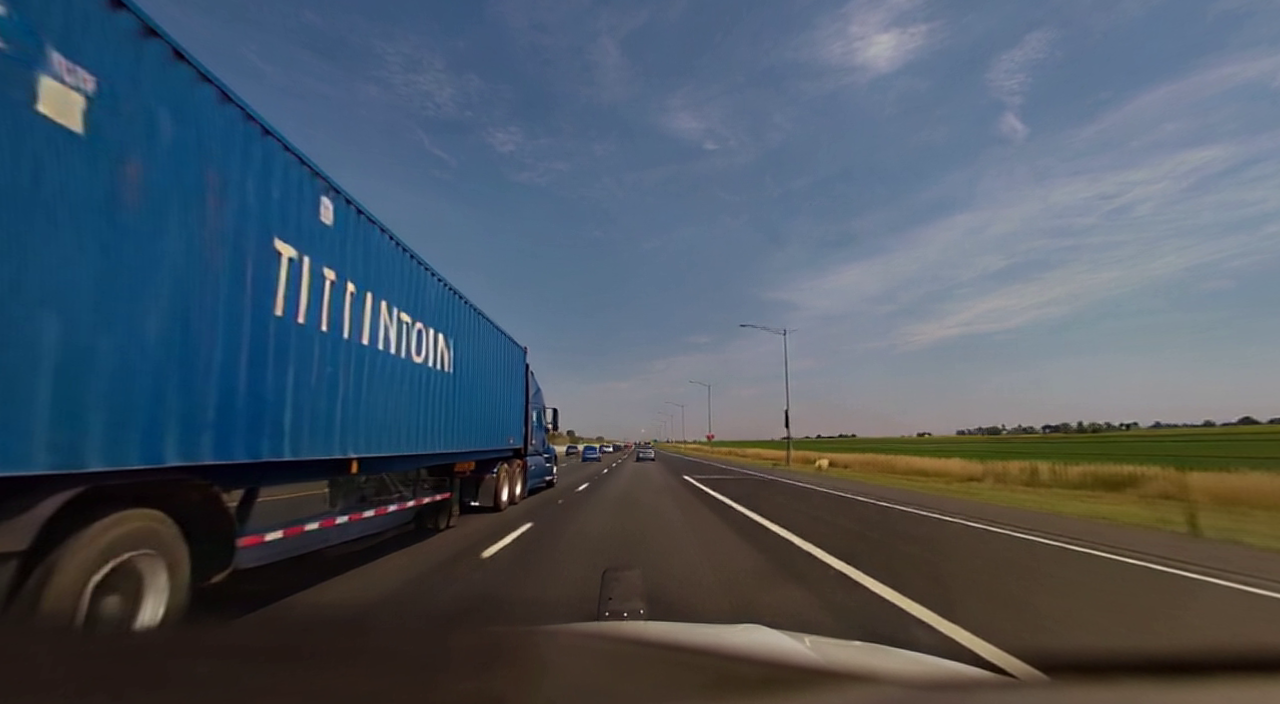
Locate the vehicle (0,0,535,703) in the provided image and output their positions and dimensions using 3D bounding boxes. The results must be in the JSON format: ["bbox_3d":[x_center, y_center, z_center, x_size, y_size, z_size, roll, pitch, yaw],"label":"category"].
[{"bbox_3d":[-3.912,0.406,7.499,2.840,4.032,13.388,0,-8,1],"label":"vehicle"}]

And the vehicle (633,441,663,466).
[{"bbox_3d":[0.550,7.467,46.432,2.136,1.718,4.157,0,-8,0],"label":"vehicle"}]

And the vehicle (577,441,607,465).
[{"bbox_3d":[-3.703,7.877,49.333,1.995,1.745,4.187,0,-8,1],"label":"vehicle"}]
